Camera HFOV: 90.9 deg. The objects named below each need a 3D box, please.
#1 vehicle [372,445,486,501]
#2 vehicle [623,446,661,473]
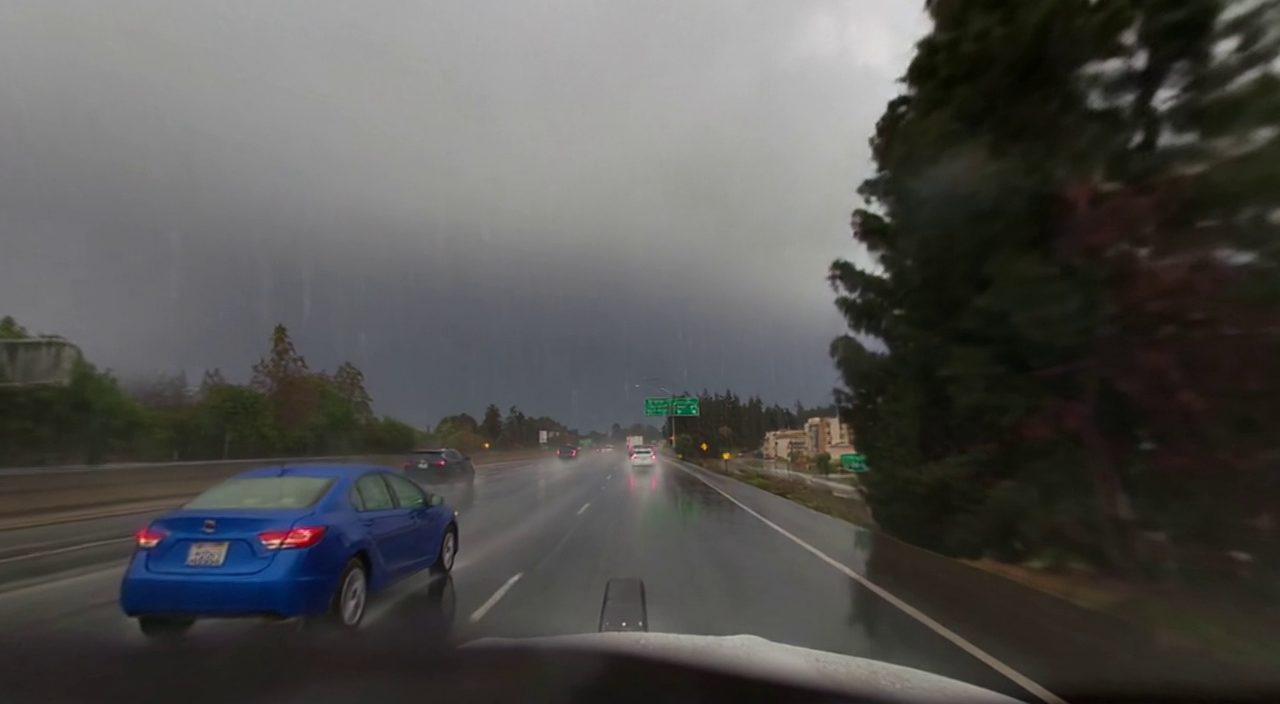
[{"bbox_3d":[-6.463,3.718,19.905,2.075,1.528,4.327,0,-8,0],"label":"vehicle"},{"bbox_3d":[0.073,6.044,35.730,2.051,1.443,3.770,0,-8,-1],"label":"vehicle"}]
